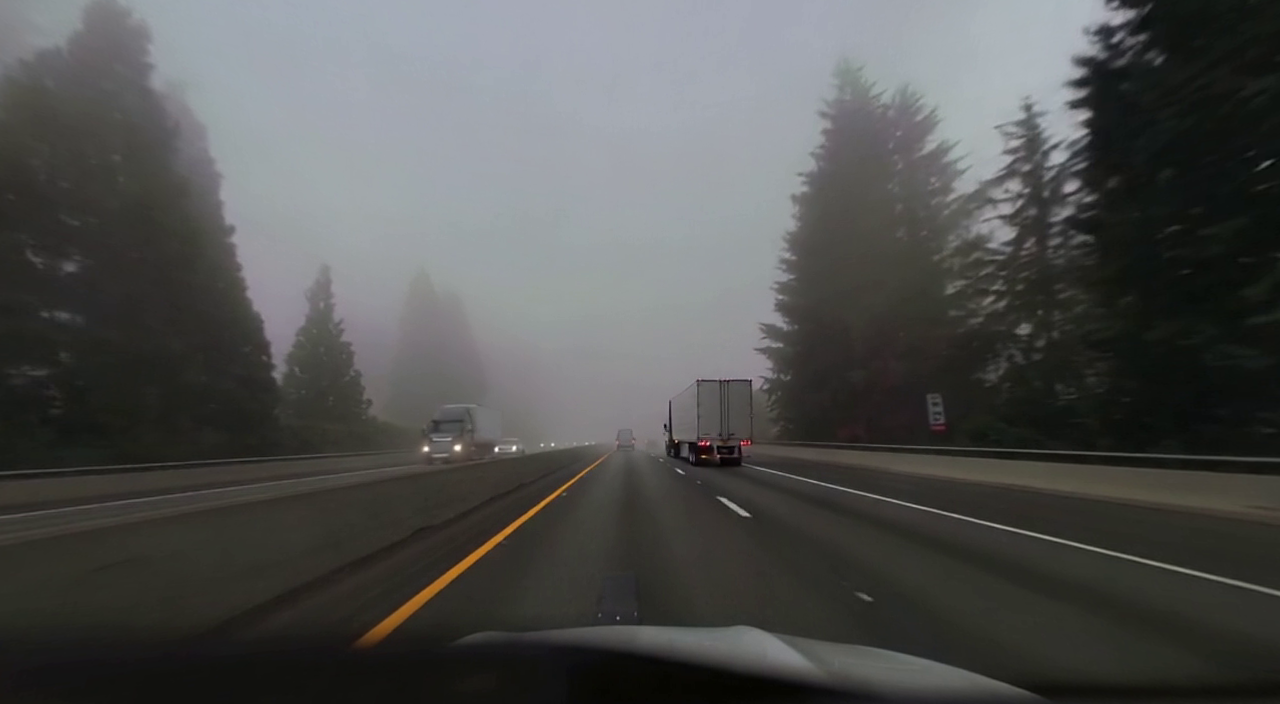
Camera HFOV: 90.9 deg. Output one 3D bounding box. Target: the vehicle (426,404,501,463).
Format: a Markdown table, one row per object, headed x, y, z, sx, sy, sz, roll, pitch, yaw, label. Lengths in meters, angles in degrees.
| x | y | z | sx | sy | sz | roll | pitch | yaw | label |
| --- | --- | --- | --- | --- | --- | --- | --- | --- | --- |
| -13.207 | 6.265 | 48.196 | 2.952 | 4.048 | 10.005 | 0 | -8 | -1 | vehicle |

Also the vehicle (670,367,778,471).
| x | y | z | sx | sy | sz | roll | pitch | yaw | label |
| --- | --- | --- | --- | --- | --- | --- | --- | --- | --- |
| 3.549 | 3.487 | 31.146 | 3.038 | 3.975 | 13.887 | 0 | -8 | -1 | vehicle |
